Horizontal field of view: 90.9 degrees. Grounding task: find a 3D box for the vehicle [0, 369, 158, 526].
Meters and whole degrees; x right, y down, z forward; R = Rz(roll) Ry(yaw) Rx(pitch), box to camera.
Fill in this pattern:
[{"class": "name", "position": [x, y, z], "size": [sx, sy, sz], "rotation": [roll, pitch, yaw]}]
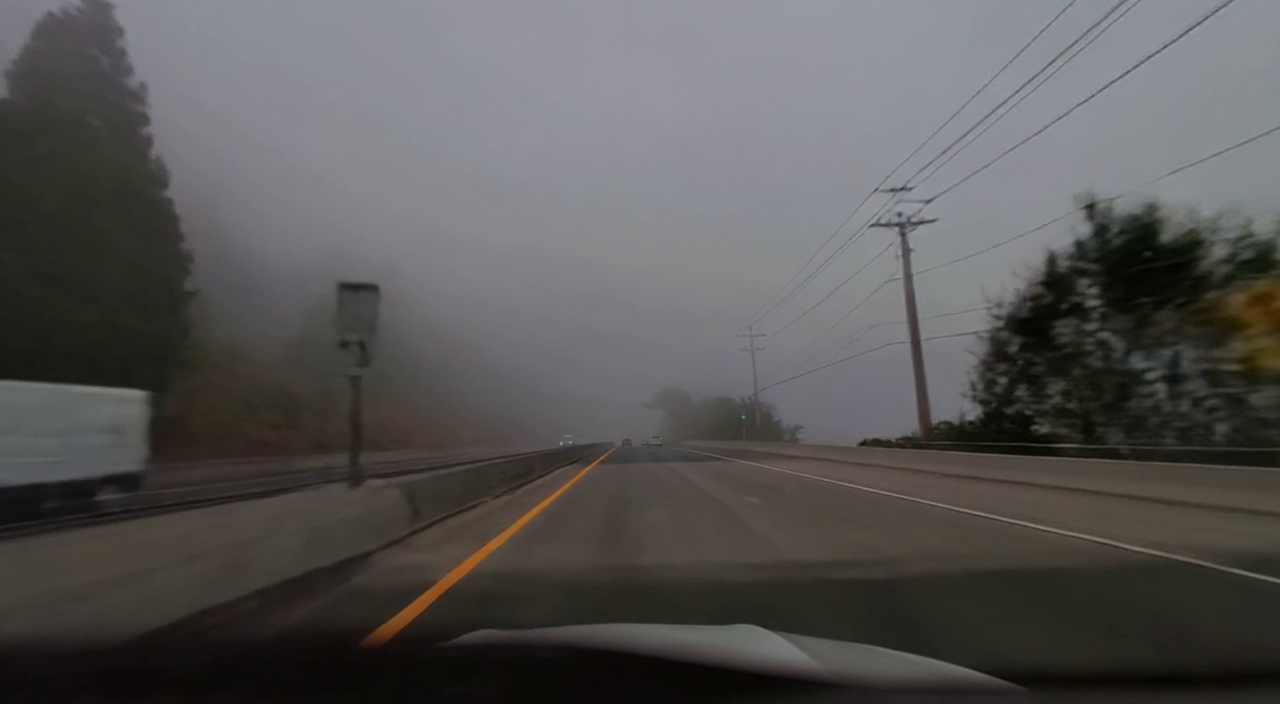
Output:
[{"class": "vehicle", "position": [-13.108, 1.805, 11.925], "size": [2.579, 2.887, 6.759], "rotation": [0, -8, 0]}]
